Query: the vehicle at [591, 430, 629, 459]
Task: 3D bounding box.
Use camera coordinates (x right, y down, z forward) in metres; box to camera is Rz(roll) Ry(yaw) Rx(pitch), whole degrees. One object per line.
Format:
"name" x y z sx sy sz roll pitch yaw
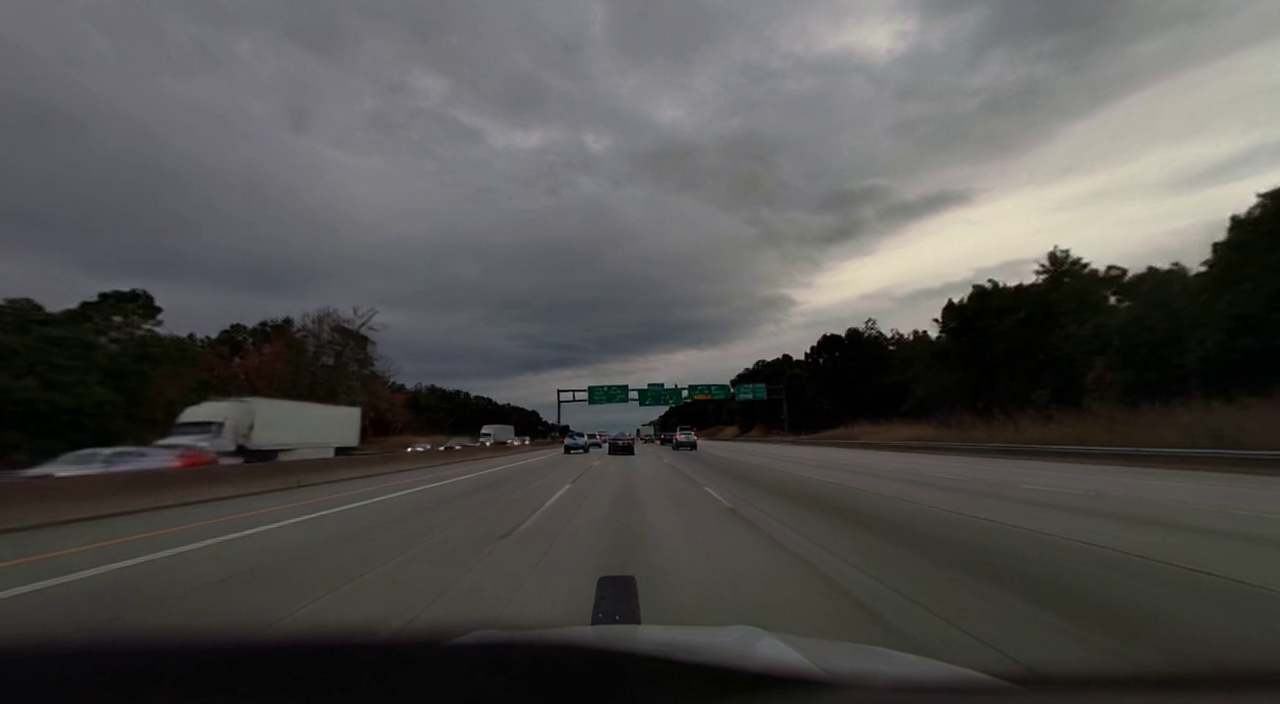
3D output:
"vehicle" -1.793 5.478 37.454 2.119 1.629 3.946 0 -8 -2

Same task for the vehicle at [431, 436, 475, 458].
"vehicle" -14.080 7.147 47.560 1.969 1.572 4.308 0 -8 0

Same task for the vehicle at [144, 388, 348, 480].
"vehicle" -21.102 4.658 35.572 2.956 4.110 14.125 0 -8 -2

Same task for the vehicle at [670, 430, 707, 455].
"vehicle" 3.276 6.242 43.523 2.066 1.673 4.225 0 -8 -2

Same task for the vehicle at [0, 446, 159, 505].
"vehicle" -16.991 3.622 18.931 1.800 1.497 4.109 0 -8 -1

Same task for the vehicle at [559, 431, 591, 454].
"vehicle" -4.904 6.917 47.936 2.046 1.658 4.008 0 -8 -1
